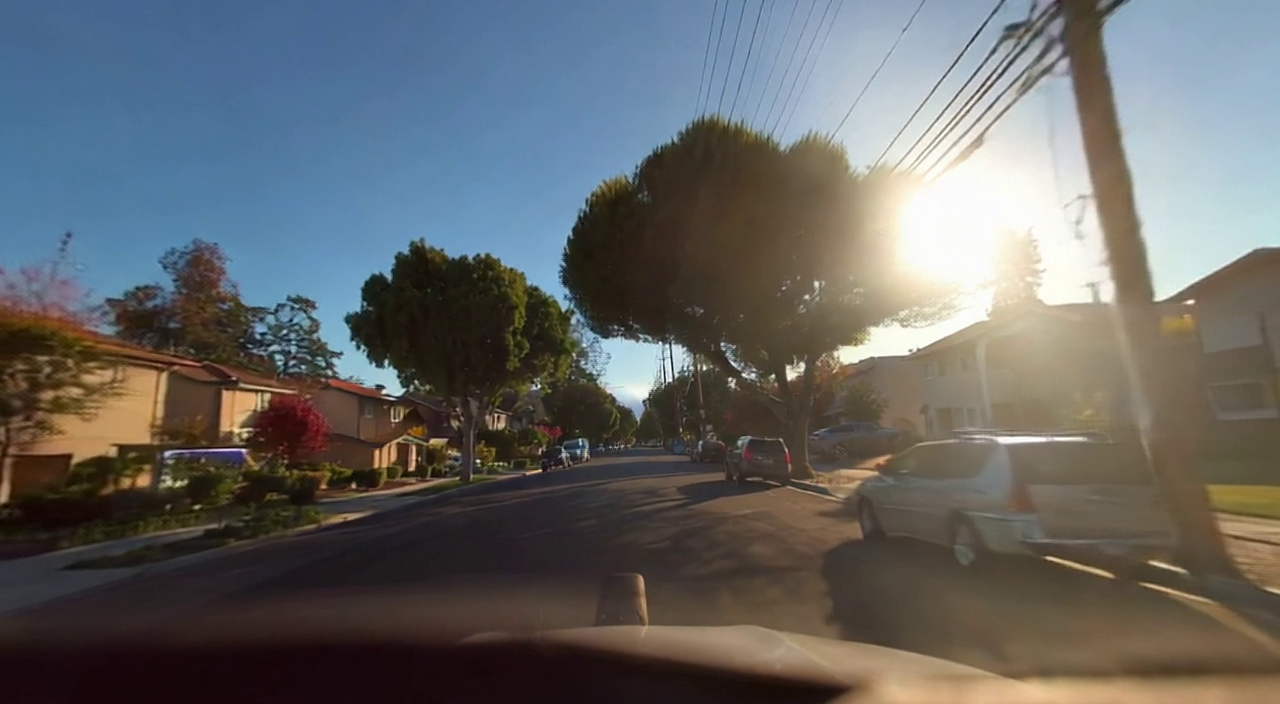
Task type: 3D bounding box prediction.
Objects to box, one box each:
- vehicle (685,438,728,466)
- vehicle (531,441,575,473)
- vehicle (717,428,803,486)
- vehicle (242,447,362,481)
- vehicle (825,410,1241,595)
[{"bbox_3d":[4.006,6.133,38.849,2.040,1.640,4.153,0,-9,-3],"label":"vehicle"},{"bbox_3d":[-5.790,6.986,42.428,2.213,1.786,4.674,-6,-8,-1],"label":"vehicle"},{"bbox_3d":[3.972,3.585,21.805,2.105,1.755,4.749,0,-9,1],"label":"vehicle"},{"bbox_3d":[-19.615,6.511,36.859,5.746,1.830,2.162,0,-8,-2],"label":"vehicle"},{"bbox_3d":[4.002,1.616,7.701,2.016,1.544,4.645,0,-9,-1],"label":"vehicle"}]
